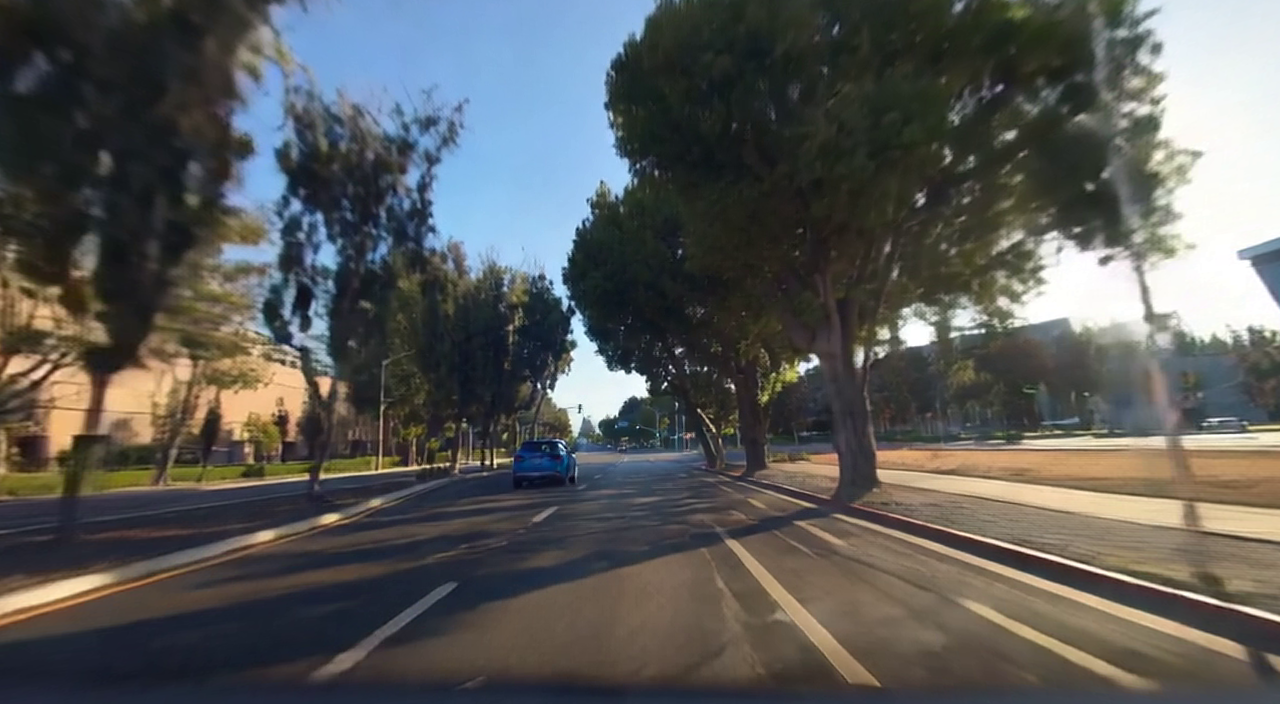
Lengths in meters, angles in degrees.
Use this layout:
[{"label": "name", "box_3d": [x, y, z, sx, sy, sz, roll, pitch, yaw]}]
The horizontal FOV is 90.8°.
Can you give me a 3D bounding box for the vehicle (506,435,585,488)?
[{"label": "vehicle", "box_3d": [-3.296, 3.927, 22.934, 2.121, 1.724, 4.392, 0, -9, 1]}]
